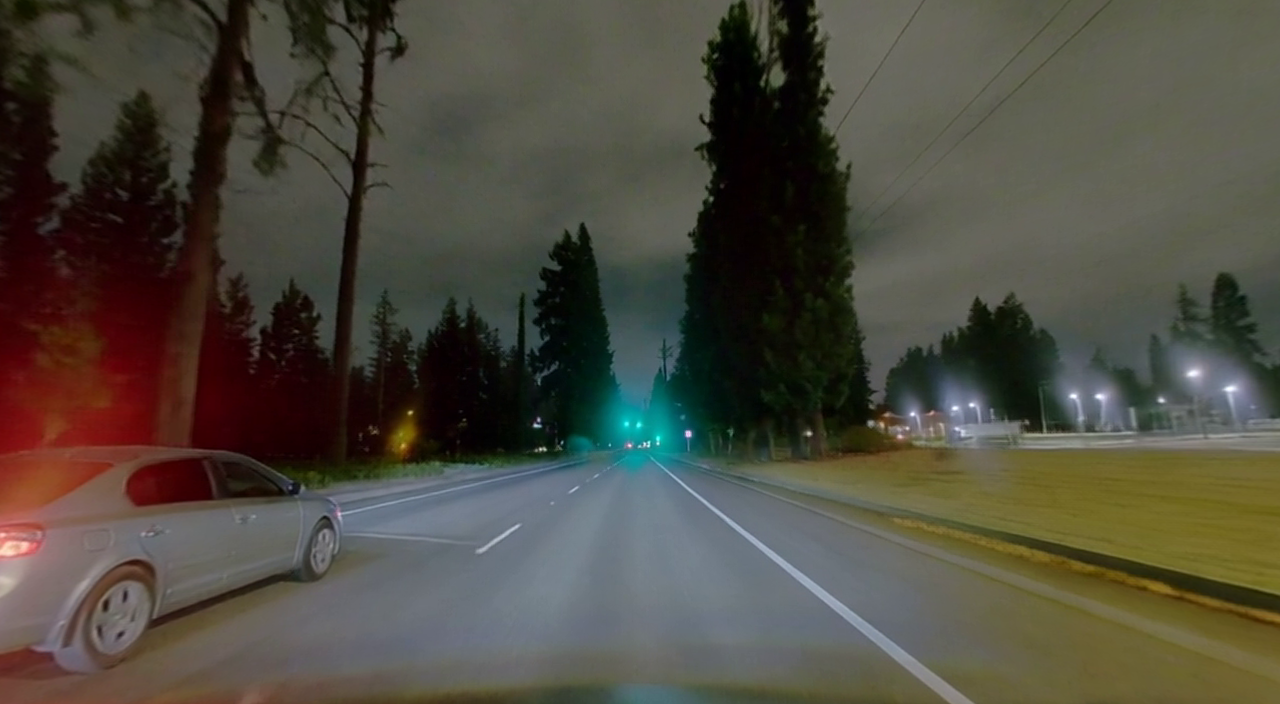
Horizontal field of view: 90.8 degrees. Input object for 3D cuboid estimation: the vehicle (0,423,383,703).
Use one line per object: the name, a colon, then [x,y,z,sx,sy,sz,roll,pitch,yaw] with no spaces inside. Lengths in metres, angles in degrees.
vehicle: [-4.009,1.380,5.267,1.946,1.437,4.154,0,-8,0]
